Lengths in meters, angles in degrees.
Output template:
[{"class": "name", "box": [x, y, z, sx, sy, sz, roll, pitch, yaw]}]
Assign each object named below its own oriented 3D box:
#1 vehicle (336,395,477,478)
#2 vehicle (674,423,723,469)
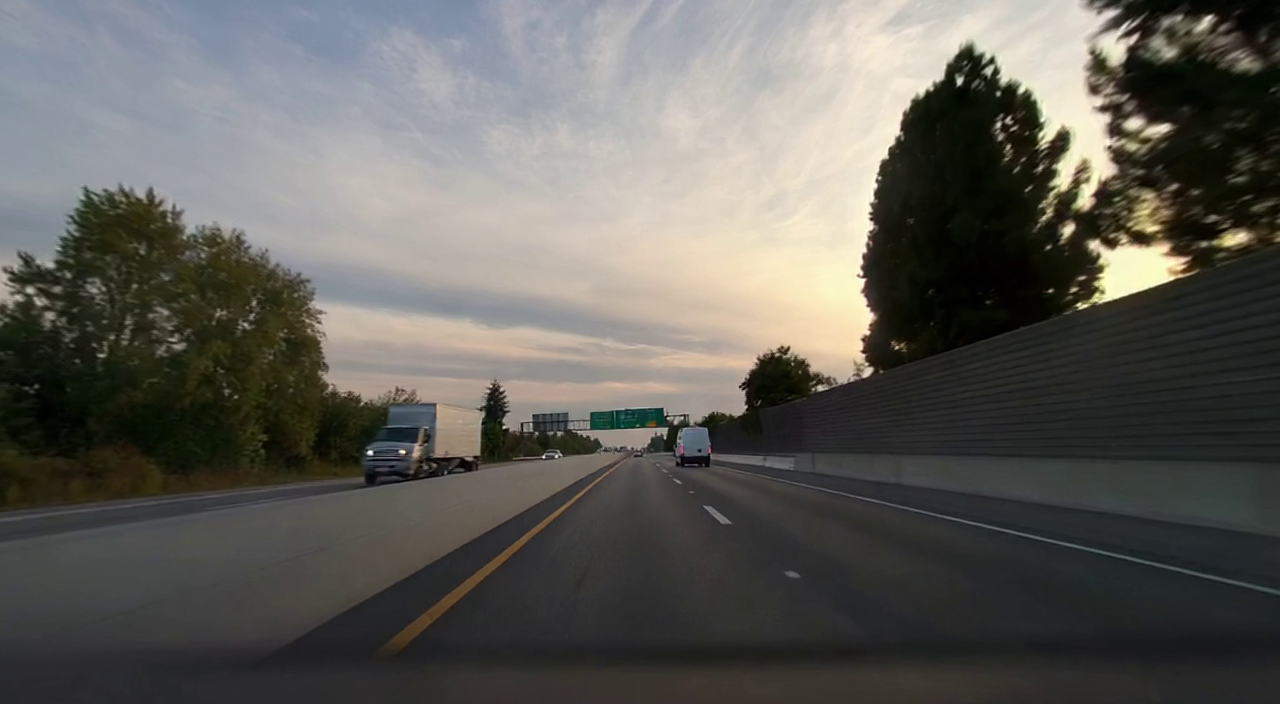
[{"class": "vehicle", "box": [-12.871, 5.063, 36.734, 3.219, 3.940, 13.412, 0, -9, 0]}, {"class": "vehicle", "box": [3.818, 6.325, 42.266, 2.449, 2.805, 6.763, 0, -9, -1]}]
